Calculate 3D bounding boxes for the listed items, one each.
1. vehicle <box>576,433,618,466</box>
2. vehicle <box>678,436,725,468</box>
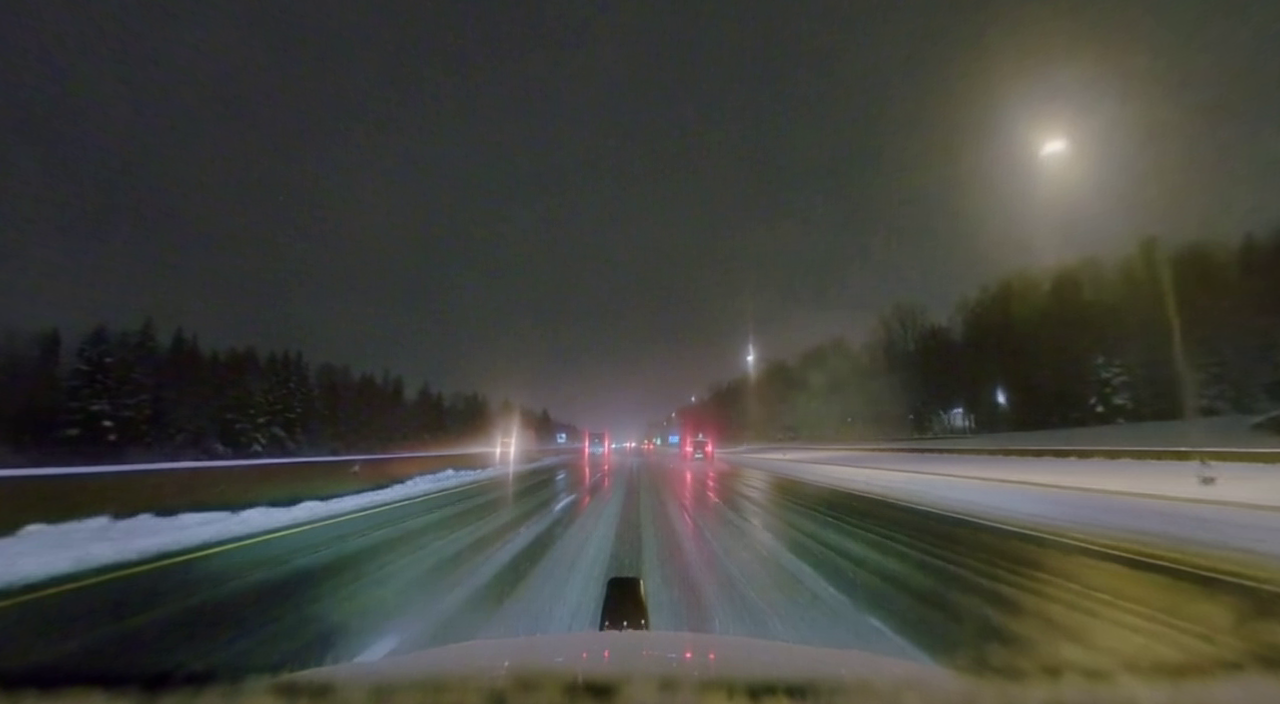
[{"bbox_3d":[-2.763,6.375,41.206,2.291,2.052,4.887,0,-8,2],"label":"vehicle"},{"bbox_3d":[3.349,5.576,35.064,2.202,1.682,4.188,0,-8,0],"label":"vehicle"}]
